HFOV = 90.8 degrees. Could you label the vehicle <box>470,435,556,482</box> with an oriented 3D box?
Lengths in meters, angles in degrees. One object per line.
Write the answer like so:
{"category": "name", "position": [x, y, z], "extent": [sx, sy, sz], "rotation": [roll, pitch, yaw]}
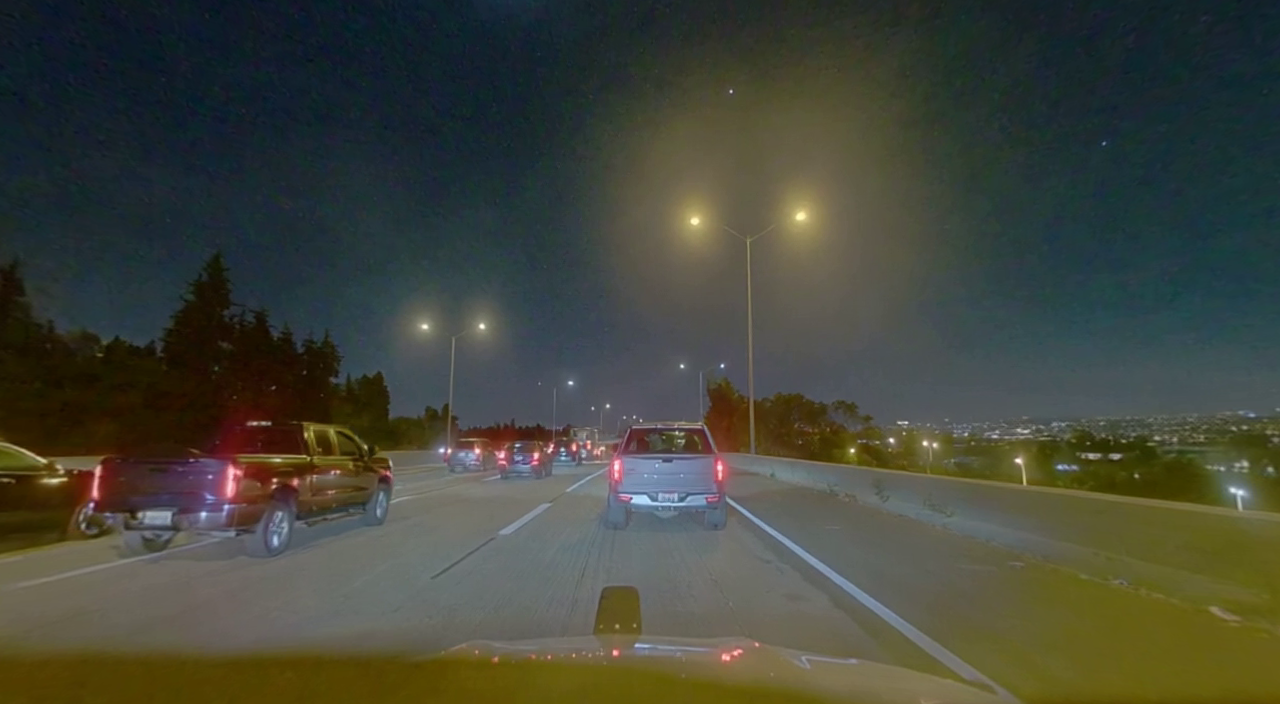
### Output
{"category": "vehicle", "position": [-4.272, 3.656, 21.928], "extent": [1.868, 1.470, 4.105], "rotation": [-1, -9, 4]}

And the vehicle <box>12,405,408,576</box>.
{"category": "vehicle", "position": [-5.135, 1.708, 8.553], "extent": [2.076, 1.688, 4.334], "rotation": [-1, -9, 4]}

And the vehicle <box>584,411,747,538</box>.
{"category": "vehicle", "position": [0.426, 2.021, 10.970], "extent": [2.235, 1.716, 4.435], "rotation": [-1, -8, 2]}

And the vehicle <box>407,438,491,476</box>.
{"category": "vehicle", "position": [-7.866, 4.363, 26.539], "extent": [1.925, 1.454, 4.270], "rotation": [-1, -9, 4]}
